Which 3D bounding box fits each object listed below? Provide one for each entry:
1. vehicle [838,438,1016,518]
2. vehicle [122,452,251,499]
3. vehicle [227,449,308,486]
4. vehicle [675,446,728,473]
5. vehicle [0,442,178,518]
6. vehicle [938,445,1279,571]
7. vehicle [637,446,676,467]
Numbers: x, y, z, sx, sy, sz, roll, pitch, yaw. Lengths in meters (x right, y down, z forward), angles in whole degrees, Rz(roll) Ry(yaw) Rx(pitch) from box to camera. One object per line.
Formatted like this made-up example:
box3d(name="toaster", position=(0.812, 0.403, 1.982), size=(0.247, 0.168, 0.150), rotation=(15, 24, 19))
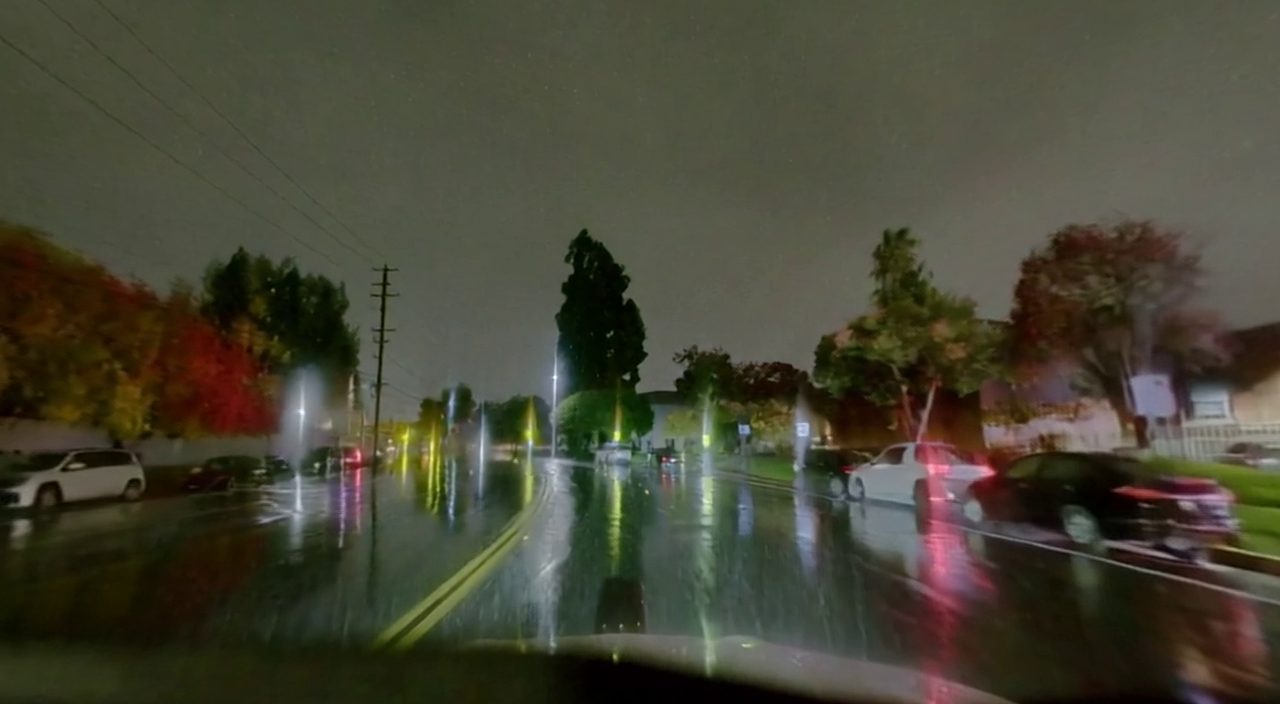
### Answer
box3d(name="vehicle", position=(6.654, 2.937, 15.288), size=(2.065, 1.632, 4.206), rotation=(1, -9, -5))
box3d(name="vehicle", position=(-16.362, 4.420, 23.142), size=(1.825, 1.474, 4.678), rotation=(1, -9, -9))
box3d(name="vehicle", position=(-17.310, 5.362, 29.624), size=(1.906, 1.542, 4.210), rotation=(1, -9, -11))
box3d(name="vehicle", position=(3.588, 6.366, 37.707), size=(2.012, 1.517, 4.287), rotation=(1, -9, -10))
box3d(name="vehicle", position=(-15.507, 3.408, 17.505), size=(1.876, 1.772, 5.125), rotation=(1, -9, -5))
box3d(name="vehicle", position=(7.112, 2.298, 10.280), size=(1.872, 1.515, 4.799), rotation=(1, -9, -5))
box3d(name="vehicle", position=(1.159, 7.671, 46.612), size=(1.853, 1.446, 4.187), rotation=(2, -9, -13))
